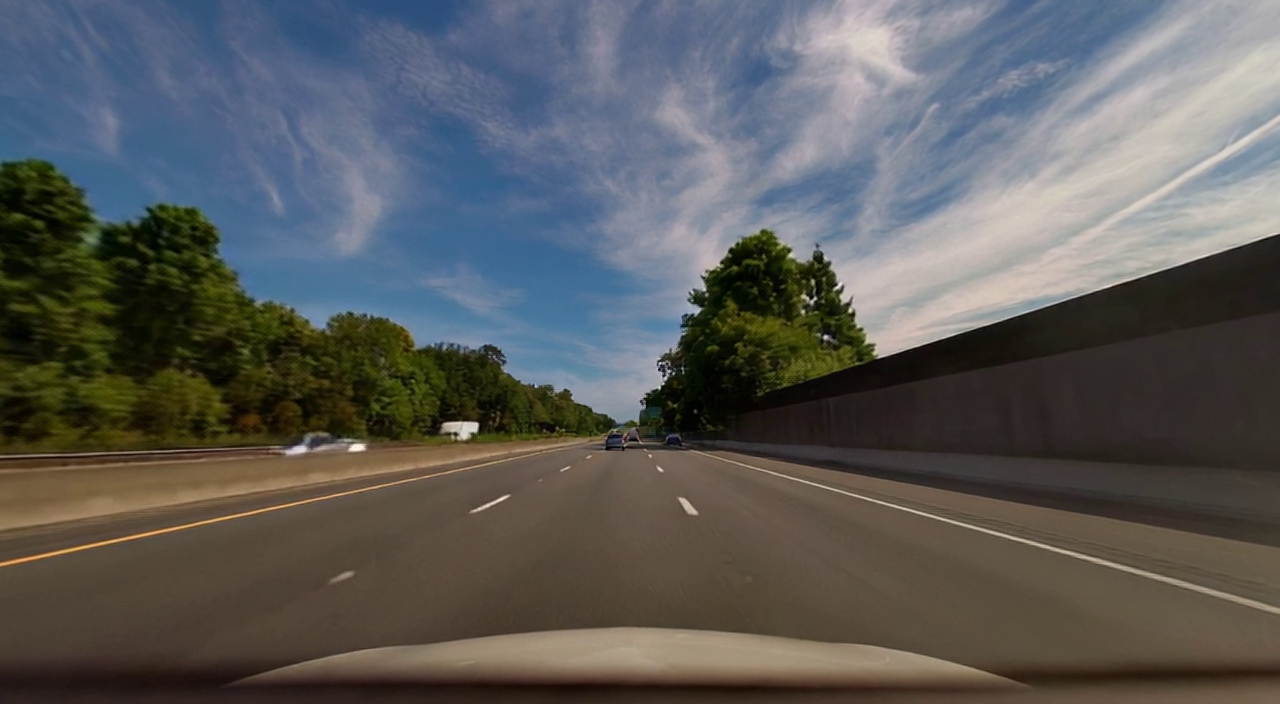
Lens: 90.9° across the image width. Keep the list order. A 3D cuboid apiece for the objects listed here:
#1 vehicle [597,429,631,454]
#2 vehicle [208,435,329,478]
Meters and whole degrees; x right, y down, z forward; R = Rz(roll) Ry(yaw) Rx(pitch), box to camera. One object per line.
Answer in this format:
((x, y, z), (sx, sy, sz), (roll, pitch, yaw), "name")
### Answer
((-1.877, 6.608, 46.507), (2.306, 1.730, 4.606), (0, -8, 0), "vehicle")
((-14.022, 3.923, 24.167), (1.897, 1.491, 4.558), (0, -7, -1), "vehicle")
